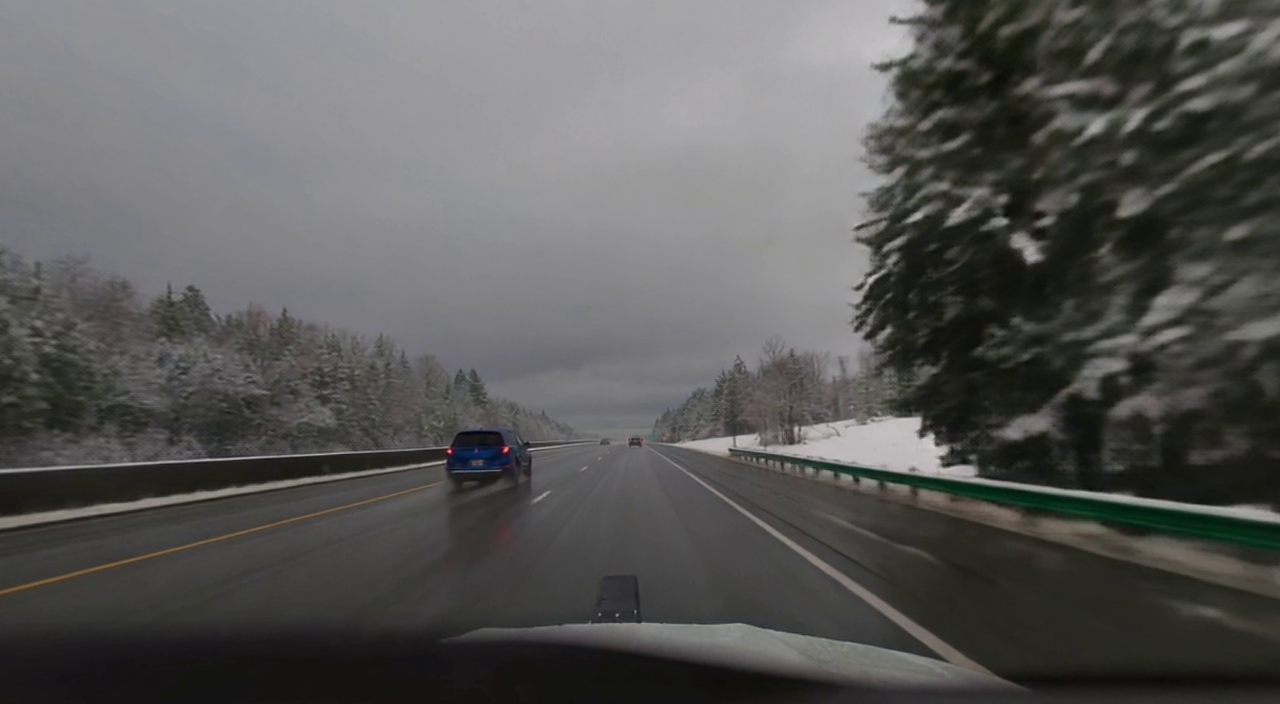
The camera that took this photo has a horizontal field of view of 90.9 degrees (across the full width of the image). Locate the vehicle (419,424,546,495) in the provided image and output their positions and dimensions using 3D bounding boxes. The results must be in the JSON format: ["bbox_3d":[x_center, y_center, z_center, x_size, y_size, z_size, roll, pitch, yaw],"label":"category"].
[{"bbox_3d":[-3.803,2.670,16.200,2.072,1.545,4.767,0,-8,0],"label":"vehicle"}]

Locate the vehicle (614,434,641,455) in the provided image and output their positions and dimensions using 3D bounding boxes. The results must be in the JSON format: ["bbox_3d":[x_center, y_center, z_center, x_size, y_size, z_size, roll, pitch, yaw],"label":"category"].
[{"bbox_3d":[-0.910,6.564,44.877,1.836,1.450,3.519,0,-8,-1],"label":"vehicle"}]
